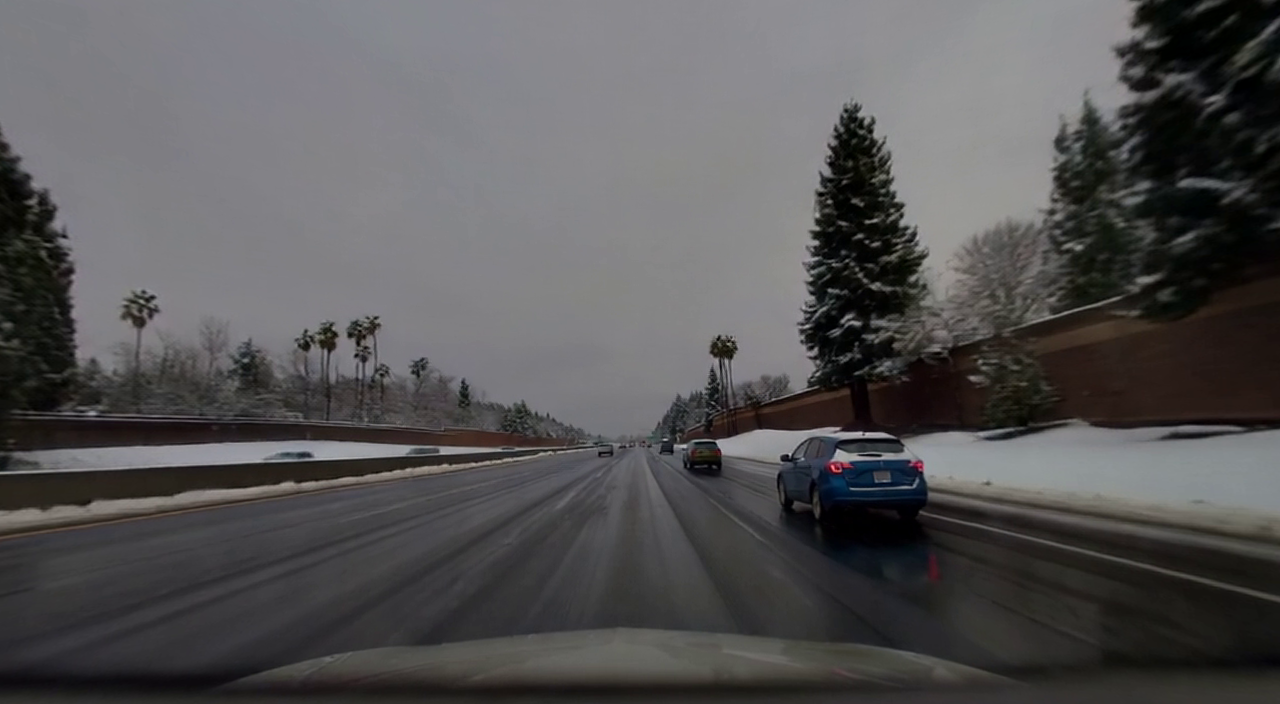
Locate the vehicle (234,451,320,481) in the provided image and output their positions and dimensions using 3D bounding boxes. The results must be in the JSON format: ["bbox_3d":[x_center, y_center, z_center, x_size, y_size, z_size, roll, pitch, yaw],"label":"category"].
[{"bbox_3d":[-19.529,6.127,34.308,1.852,1.496,4.638,0,-9,0],"label":"vehicle"}]

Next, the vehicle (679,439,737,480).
[{"bbox_3d":[2.962,4.823,28.665,2.045,1.688,4.313,0,-9,-2],"label":"vehicle"}]

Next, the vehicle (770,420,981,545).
[{"bbox_3d":[3.663,2.109,10.828,1.910,1.696,4.187,0,-9,-1],"label":"vehicle"}]

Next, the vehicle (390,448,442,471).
[{"bbox_3d":[-15.660,7.532,44.522,1.979,1.519,4.674,0,-9,0],"label":"vehicle"}]
